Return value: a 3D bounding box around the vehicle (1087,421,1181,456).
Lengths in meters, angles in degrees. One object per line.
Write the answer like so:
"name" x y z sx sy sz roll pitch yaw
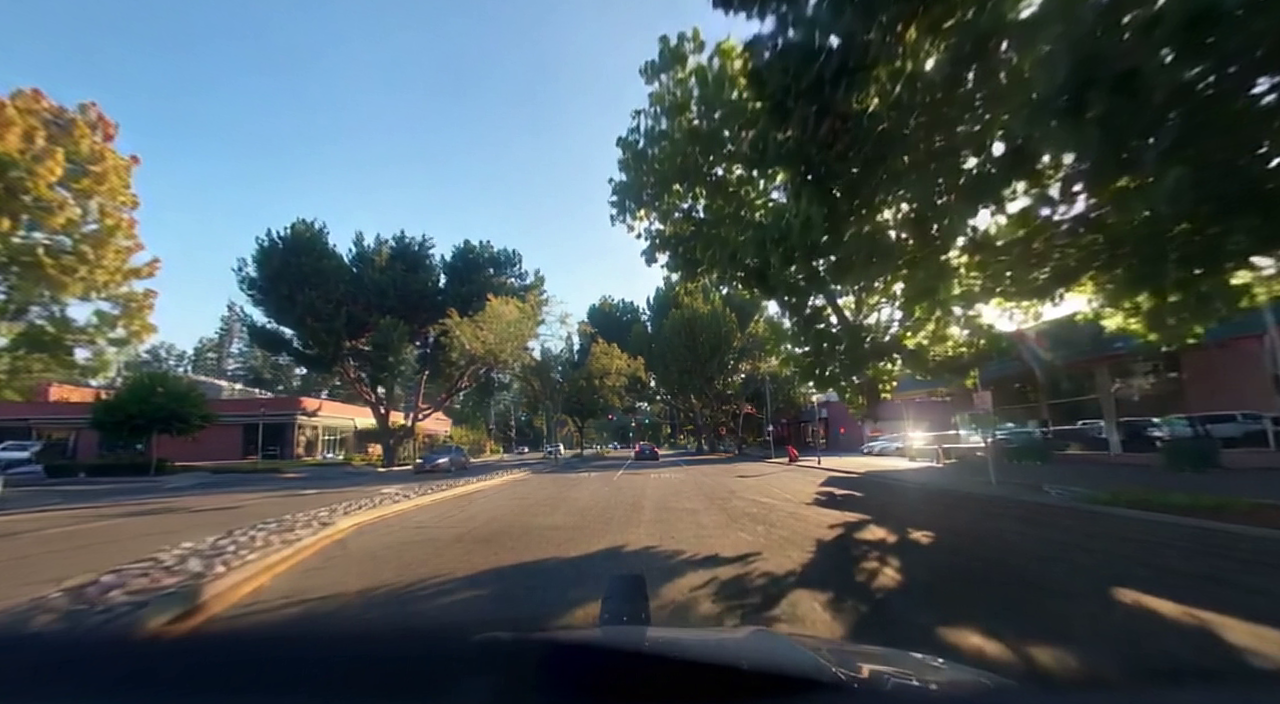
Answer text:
"vehicle" 20.853 3.650 26.639 3.179 1.322 1.521 1 -8 -19

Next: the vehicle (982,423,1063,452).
"vehicle" 24.656 5.594 40.867 1.850 1.745 4.514 1 -9 -11

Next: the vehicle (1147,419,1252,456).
"vehicle" 21.559 3.283 24.330 3.143 1.303 1.491 1 -8 -17

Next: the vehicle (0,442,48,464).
"vehicle" -45.563 7.332 45.454 3.870 1.435 1.819 -2 -9 -3
